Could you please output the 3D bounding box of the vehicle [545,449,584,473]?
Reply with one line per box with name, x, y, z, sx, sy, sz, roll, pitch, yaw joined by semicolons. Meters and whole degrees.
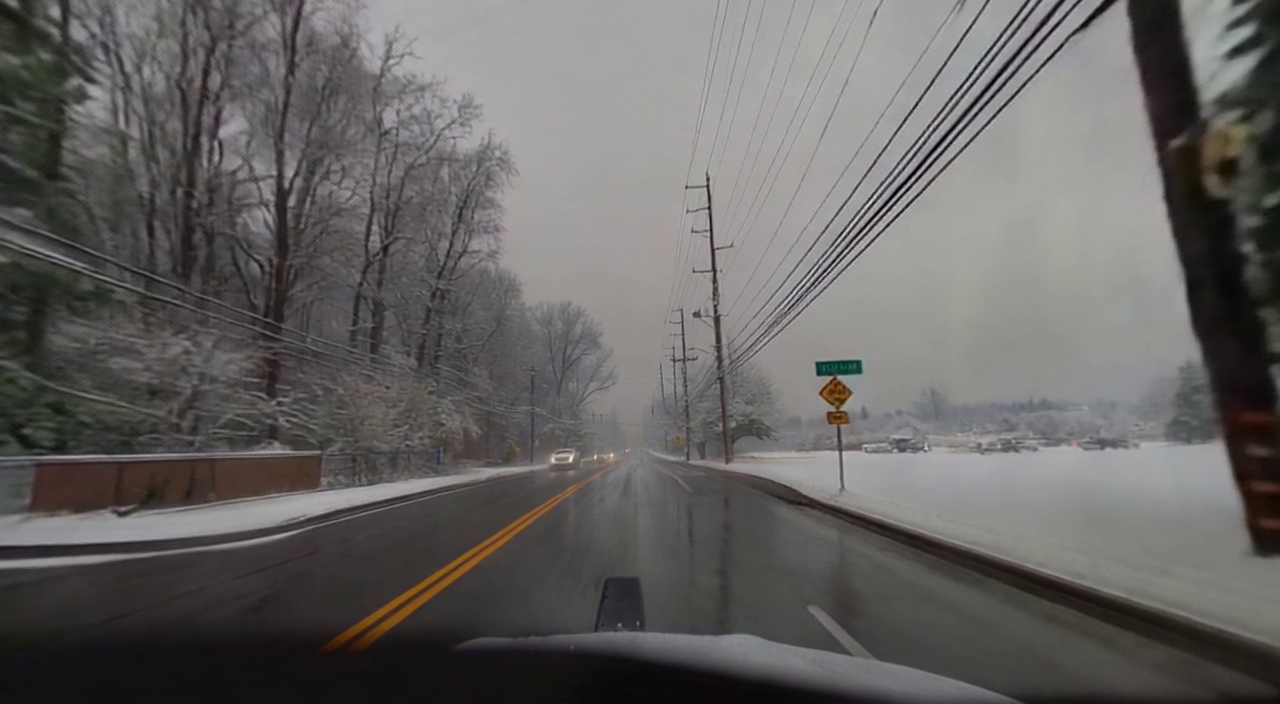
vehicle;-5.156;7.445;43.539;2.093;1.523;4.536;-1;-9;1
